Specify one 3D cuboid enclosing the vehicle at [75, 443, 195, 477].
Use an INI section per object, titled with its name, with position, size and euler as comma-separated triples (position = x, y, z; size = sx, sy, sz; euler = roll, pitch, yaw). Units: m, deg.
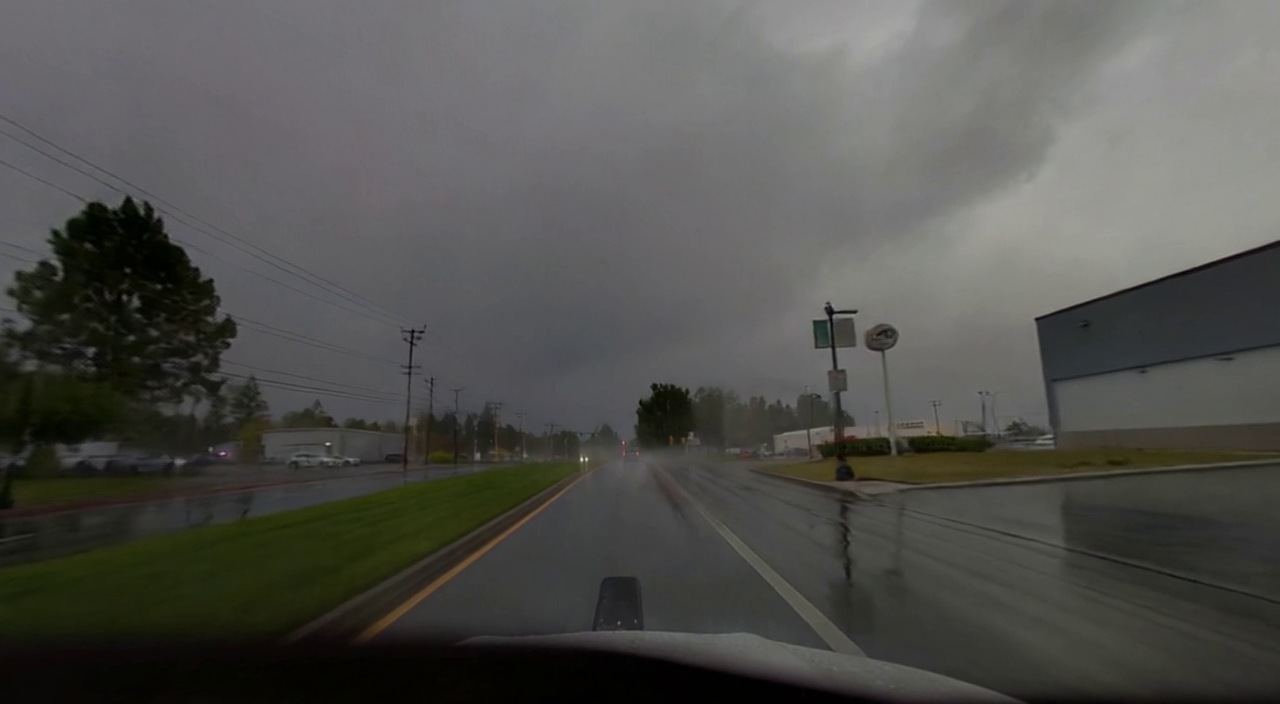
[vehicle]
position = -23.618, 5.023, 29.845
size = 1.815, 1.460, 4.642
euler = 0, -8, 0
